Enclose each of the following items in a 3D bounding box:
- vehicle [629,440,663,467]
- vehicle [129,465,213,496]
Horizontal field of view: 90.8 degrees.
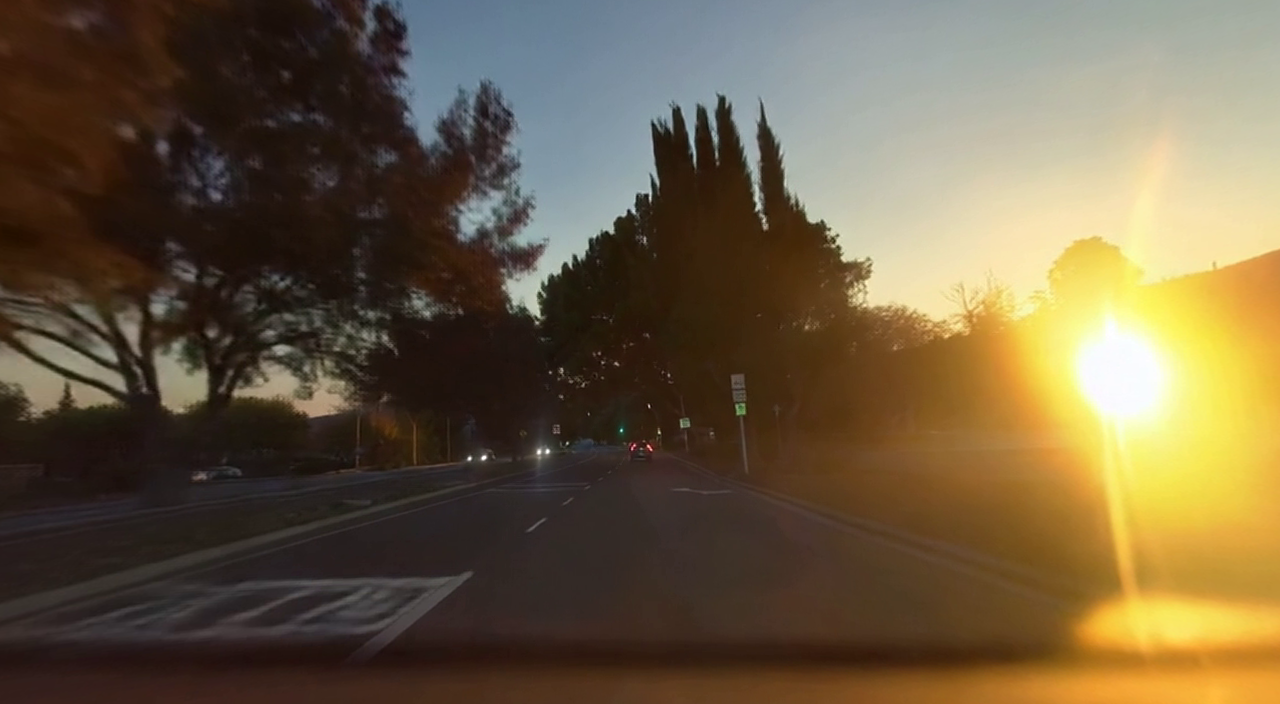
[{"bbox_3d":[0.360,6.510,40.612,2.045,1.613,4.210,0,-8,0],"label":"vehicle"},{"bbox_3d":[-29.664,8.106,40.181,1.949,1.702,4.593,0,-8,-3],"label":"vehicle"}]
